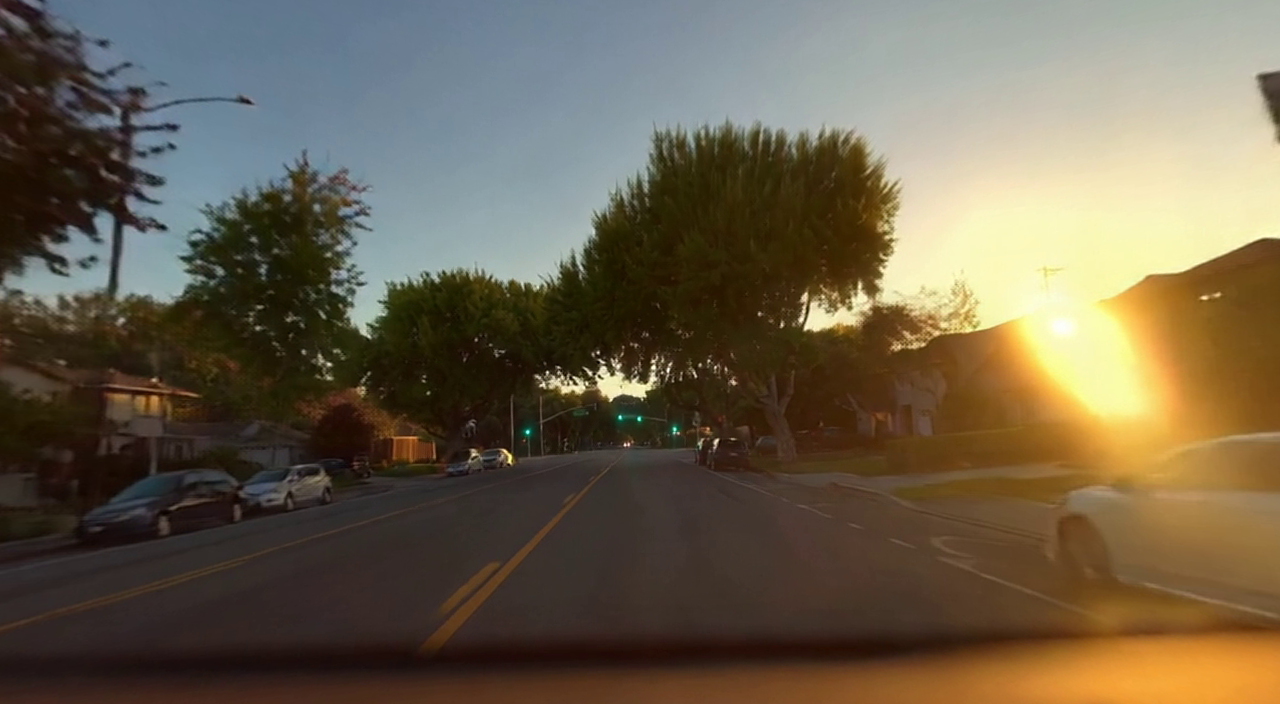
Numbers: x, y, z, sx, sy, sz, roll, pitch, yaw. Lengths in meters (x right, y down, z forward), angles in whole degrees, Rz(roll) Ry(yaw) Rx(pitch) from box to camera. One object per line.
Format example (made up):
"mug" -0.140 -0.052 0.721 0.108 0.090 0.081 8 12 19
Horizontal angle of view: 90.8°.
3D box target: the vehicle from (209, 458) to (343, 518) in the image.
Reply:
"vehicle" -11.651 4.339 20.615 2.008 1.643 4.130 0 -8 -2

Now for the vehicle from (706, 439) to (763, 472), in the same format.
"vehicle" 4.500 5.034 30.819 2.010 1.461 4.247 0 -9 -2

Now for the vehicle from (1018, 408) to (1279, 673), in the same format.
"vehicle" 4.546 1.045 3.480 1.887 1.480 4.731 0 -9 -2

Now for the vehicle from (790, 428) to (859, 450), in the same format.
"vehicle" 14.166 6.710 48.644 4.660 1.546 1.916 -1 -8 0

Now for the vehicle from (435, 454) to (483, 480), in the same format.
"vehicle" -11.689 7.435 41.043 1.867 1.471 4.139 0 -8 1

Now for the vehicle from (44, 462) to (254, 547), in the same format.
"vehicle" -11.485 3.539 15.249 1.845 1.626 4.105 0 -8 -2

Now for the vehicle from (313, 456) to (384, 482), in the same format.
"vehicle" -20.070 8.042 43.608 3.932 1.641 1.819 0 -8 -1
